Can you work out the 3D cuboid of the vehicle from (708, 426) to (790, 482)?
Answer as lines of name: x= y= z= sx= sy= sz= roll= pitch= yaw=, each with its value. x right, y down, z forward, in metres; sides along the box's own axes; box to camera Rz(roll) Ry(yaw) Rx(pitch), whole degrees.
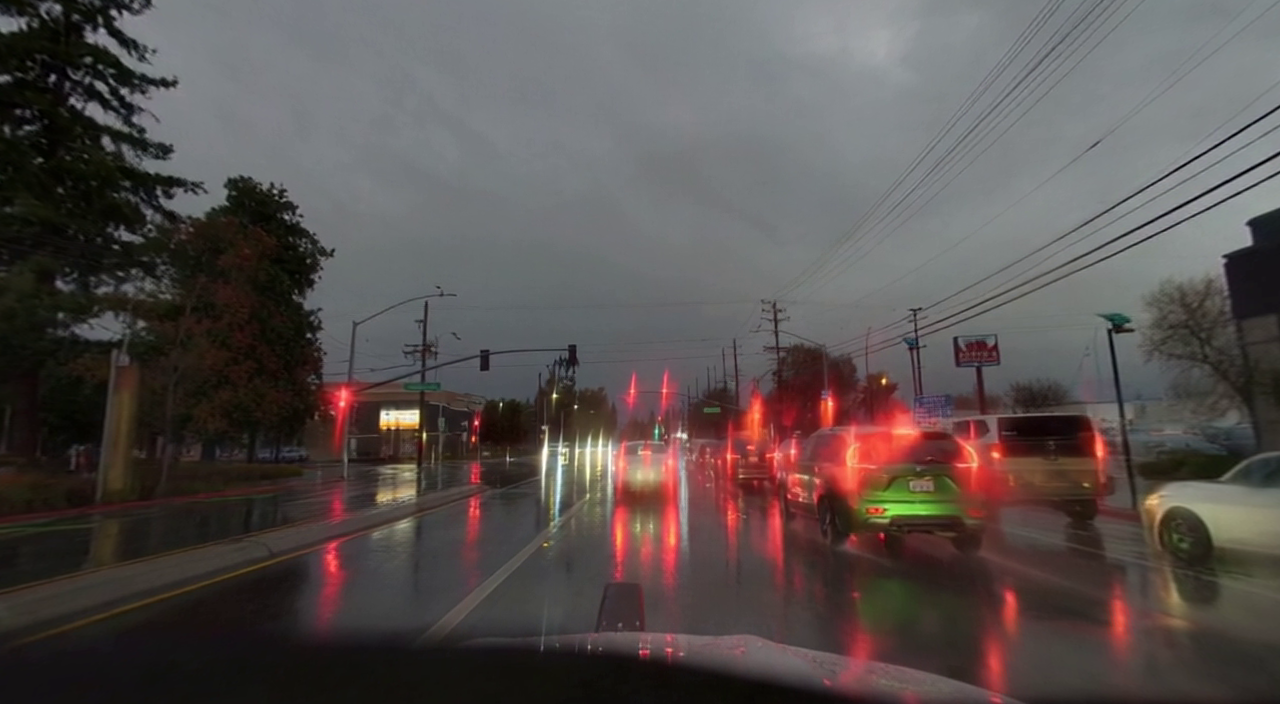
vehicle: x=3.786 y=3.678 z=22.906 sx=2.060 sy=1.789 sz=4.712 roll=0 pitch=-9 yaw=-1

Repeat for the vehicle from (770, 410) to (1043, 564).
vehicle: x=3.286 y=1.762 z=8.927 sx=1.998 sy=1.620 sz=4.267 roll=0 pitch=-9 yaw=1

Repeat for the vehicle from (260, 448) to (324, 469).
vehicle: x=-27.463 y=8.388 z=49.977 sx=3.922 sy=1.620 sz=1.873 roll=2 pitch=-9 yaw=-12

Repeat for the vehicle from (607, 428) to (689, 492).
vehicle: x=0.235 y=3.147 z=18.632 sx=2.149 sy=1.668 sz=3.962 roll=0 pitch=-9 yaw=1

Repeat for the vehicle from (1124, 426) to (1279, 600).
vehicle: x=6.289 y=1.230 z=4.549 sx=1.906 sy=1.435 sz=4.670 roll=0 pitch=-9 yaw=0
